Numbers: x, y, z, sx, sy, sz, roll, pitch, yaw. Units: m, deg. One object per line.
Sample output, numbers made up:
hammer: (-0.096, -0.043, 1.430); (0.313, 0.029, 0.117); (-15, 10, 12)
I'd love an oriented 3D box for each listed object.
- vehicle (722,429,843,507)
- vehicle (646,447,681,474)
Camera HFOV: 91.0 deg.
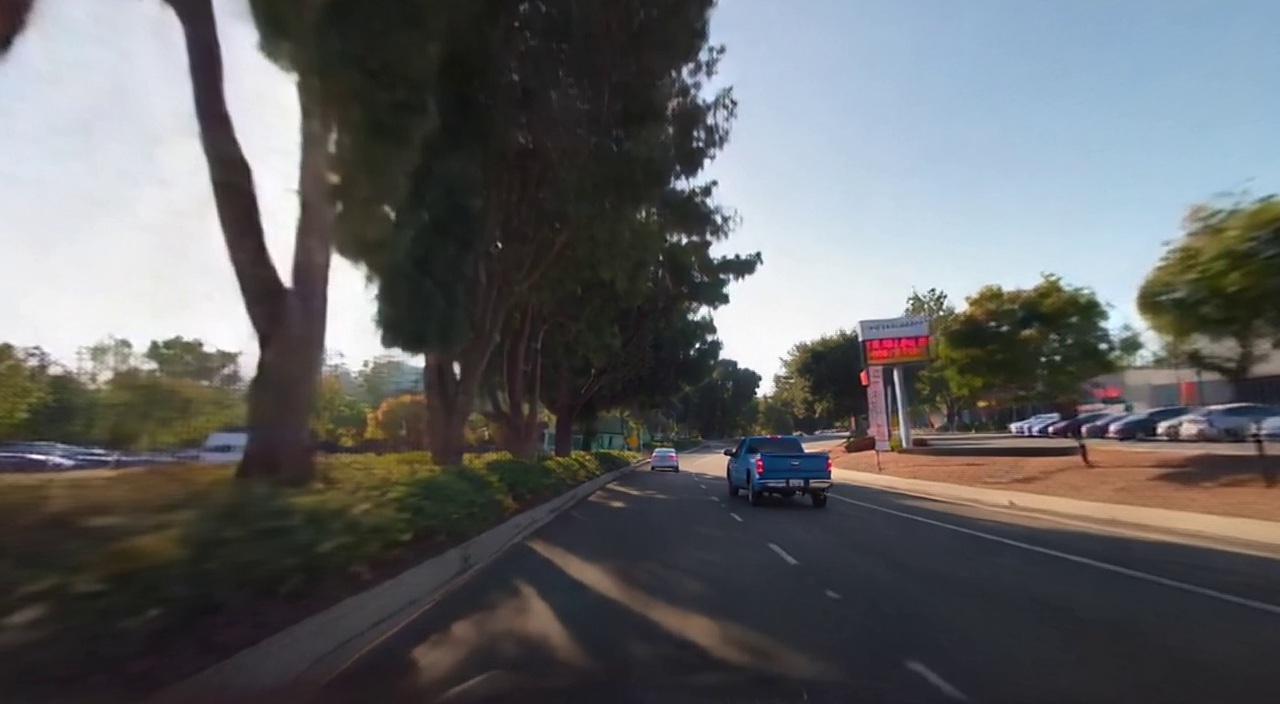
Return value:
vehicle: (3.948, 3.354, 18.725); (2.367, 1.919, 5.651); (1, -9, 1)
vehicle: (1.430, 6.449, 37.705); (1.968, 1.521, 4.262); (0, -9, 2)
